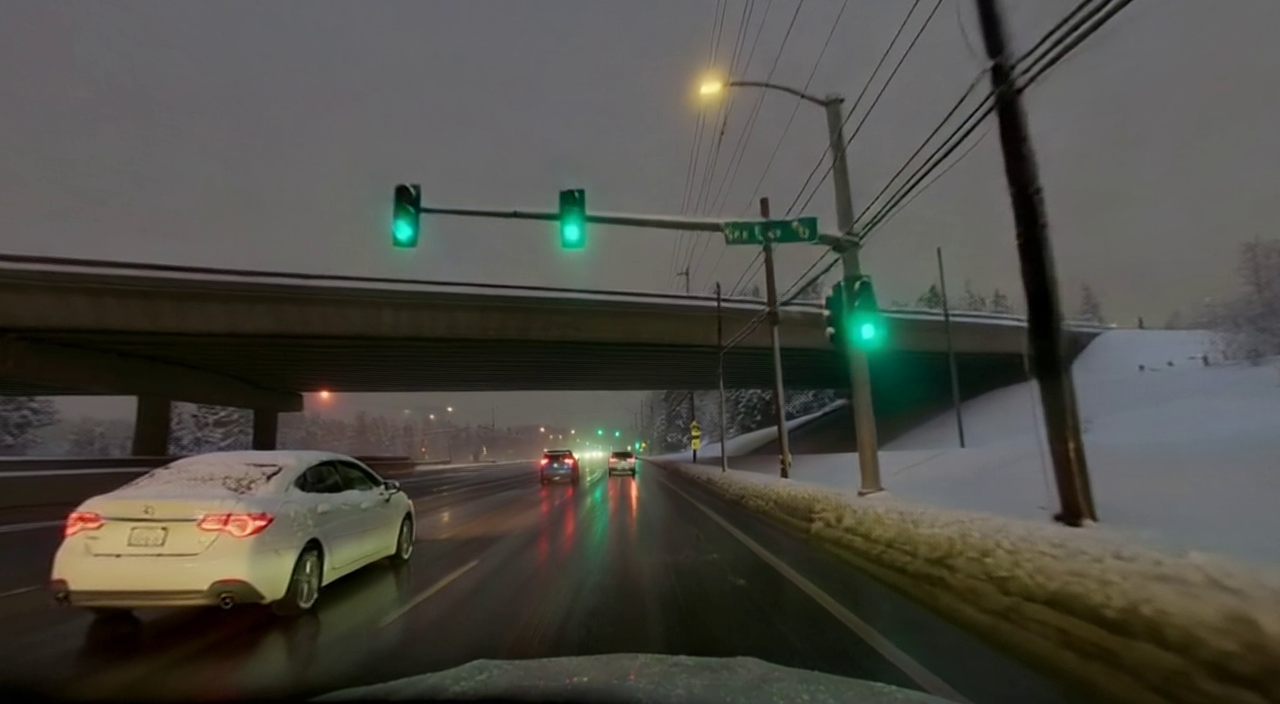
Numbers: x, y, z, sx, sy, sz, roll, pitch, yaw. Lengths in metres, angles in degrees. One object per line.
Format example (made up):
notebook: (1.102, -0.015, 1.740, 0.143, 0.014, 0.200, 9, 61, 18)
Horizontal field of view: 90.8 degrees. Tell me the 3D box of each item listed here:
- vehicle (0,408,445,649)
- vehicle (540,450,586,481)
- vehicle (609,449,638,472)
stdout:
vehicle: (-3.679, 1.559, 6.648, 1.925, 1.666, 4.271, 0, -8, -1)
vehicle: (-3.973, 5.924, 33.250, 1.946, 1.437, 4.154, 0, -9, -1)
vehicle: (-1.210, 7.806, 45.613, 1.985, 1.565, 3.968, 0, -9, -2)
